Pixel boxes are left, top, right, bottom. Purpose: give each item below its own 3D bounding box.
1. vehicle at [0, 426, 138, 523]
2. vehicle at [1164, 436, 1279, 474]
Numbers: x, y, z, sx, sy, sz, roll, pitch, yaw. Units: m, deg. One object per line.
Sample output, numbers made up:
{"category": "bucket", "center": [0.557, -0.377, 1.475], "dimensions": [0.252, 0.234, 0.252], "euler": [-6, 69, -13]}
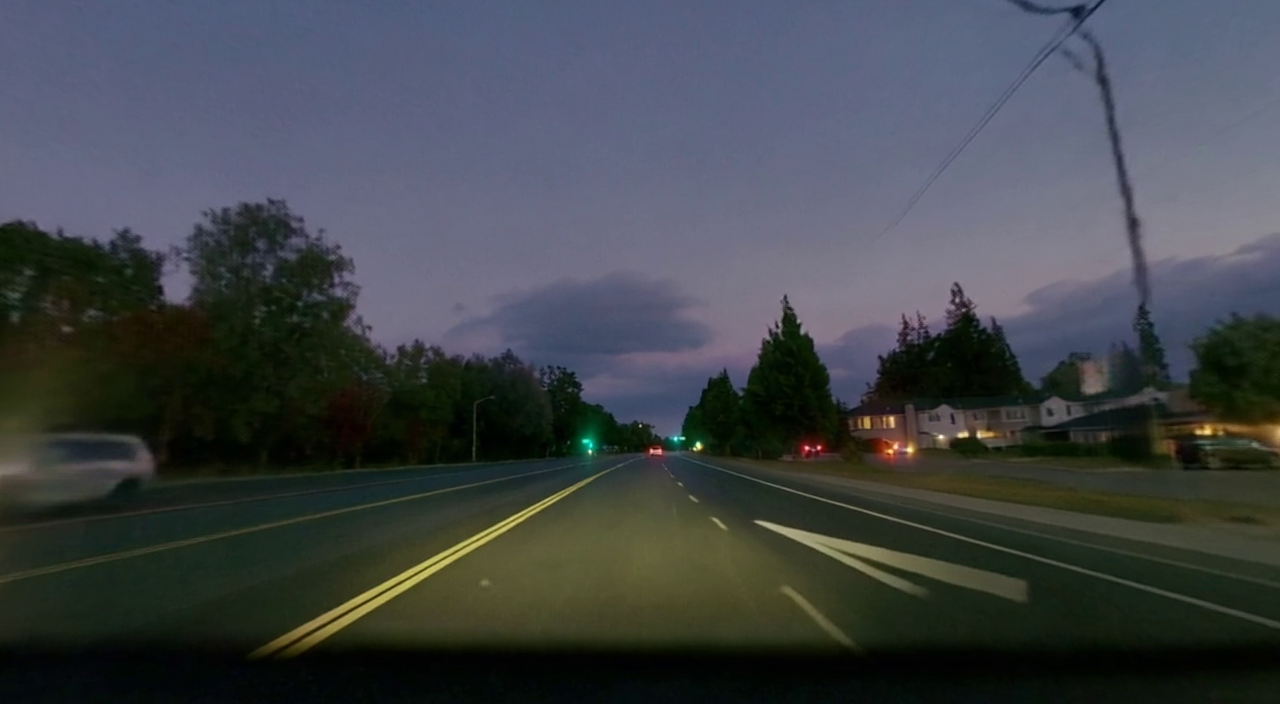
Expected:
{"category": "vehicle", "center": [-12.956, 2.372, 12.314], "dimensions": [2.134, 1.782, 4.916], "euler": [-1, -9, 3]}
{"category": "vehicle", "center": [26.384, 4.574, 28.060], "dimensions": [4.580, 1.598, 2.010], "euler": [1, -8, -6]}
